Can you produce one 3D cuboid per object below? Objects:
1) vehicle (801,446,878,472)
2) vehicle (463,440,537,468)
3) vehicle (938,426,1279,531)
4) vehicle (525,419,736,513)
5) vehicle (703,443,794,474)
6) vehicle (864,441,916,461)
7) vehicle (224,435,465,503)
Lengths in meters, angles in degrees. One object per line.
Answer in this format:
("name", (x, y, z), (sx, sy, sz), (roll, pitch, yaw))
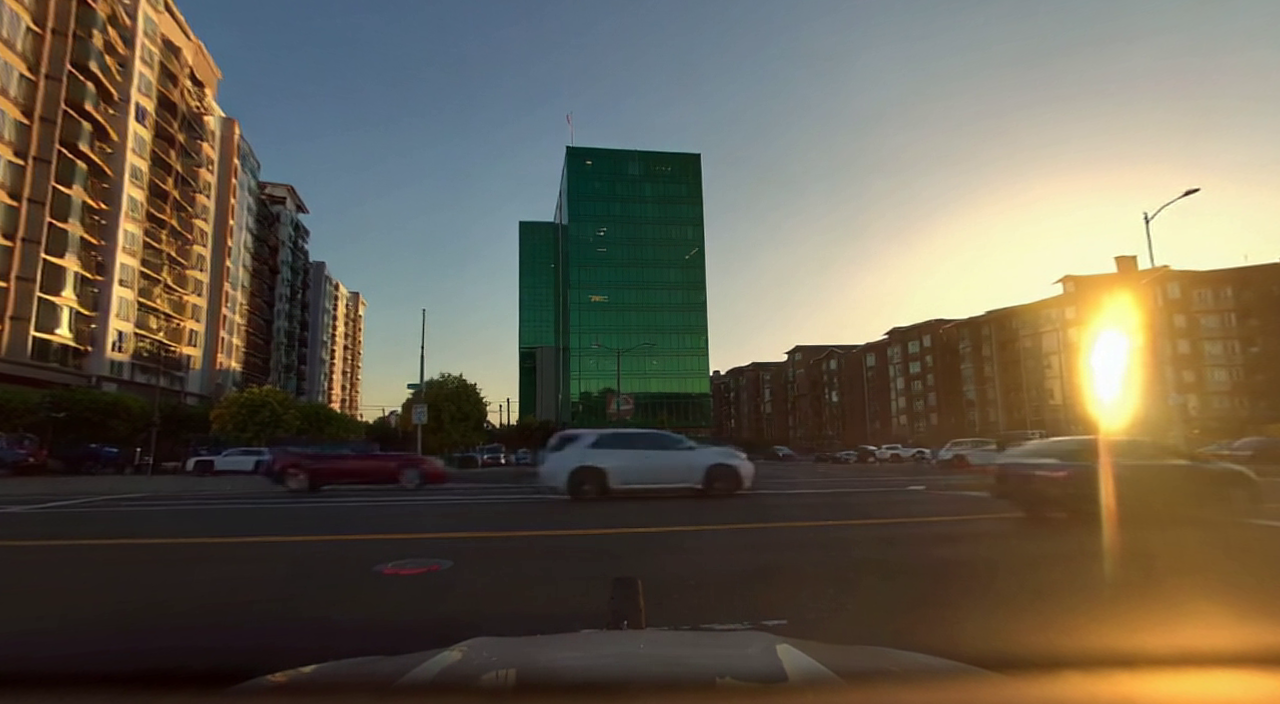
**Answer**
("vehicle", (12.606, 6.769, 39.971), (4.215, 1.575, 1.884), (2, -9, -12))
("vehicle", (-10.291, 7.500, 46.474), (4.920, 1.956, 1.865), (-2, -9, 14))
("vehicle", (7.896, 2.067, 10.739), (4.685, 1.528, 2.014), (1, -9, -9))
("vehicle", (-0.279, 2.269, 12.837), (4.011, 1.697, 1.857), (1, -9, -10))
("vehicle", (6.612, 6.519, 38.708), (5.127, 1.803, 2.011), (1, -9, -9))
("vehicle", (19.644, 7.796, 49.697), (2.133, 1.494, 4.108), (1, -8, -5))
("vehicle", (-6.800, 2.747, 15.066), (4.795, 1.465, 1.882), (1, -9, -8))
